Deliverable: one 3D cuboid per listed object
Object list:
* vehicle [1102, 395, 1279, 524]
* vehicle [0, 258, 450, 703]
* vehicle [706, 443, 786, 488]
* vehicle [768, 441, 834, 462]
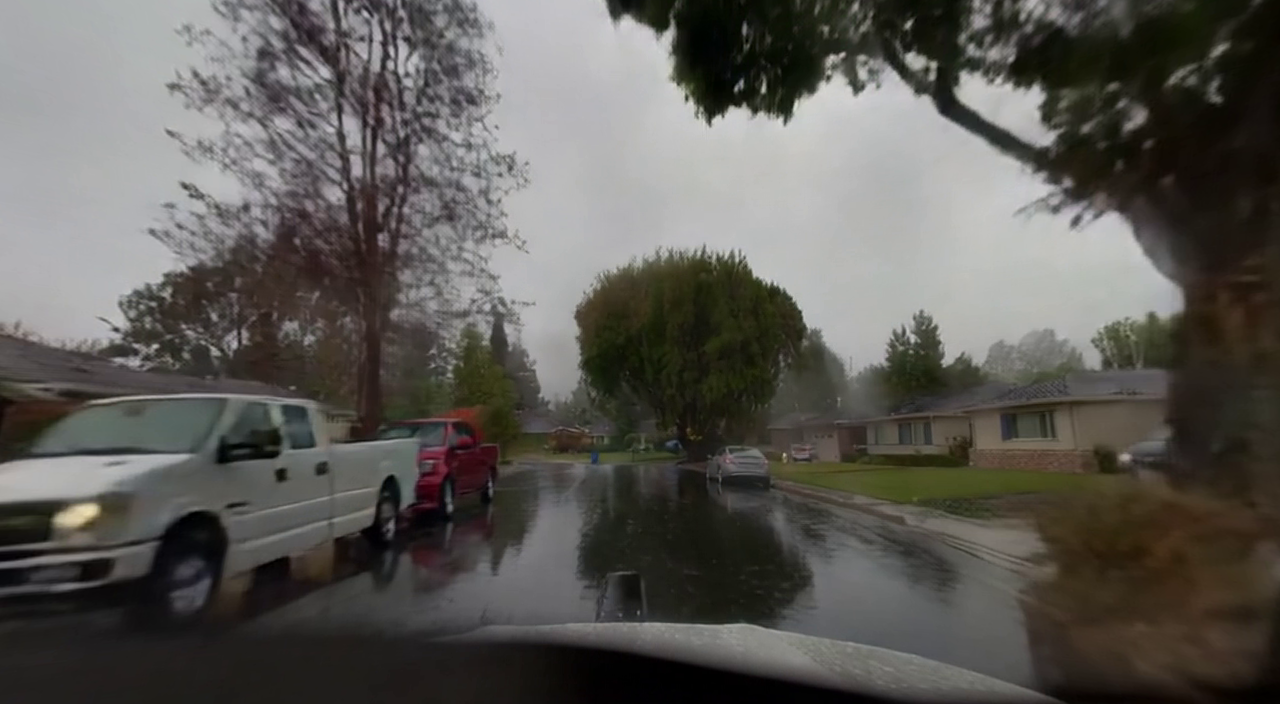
[{"bbox_3d":[10.776,1.982,11.689,3.470,2.123,1.584,3,-9,-15],"label":"vehicle"},{"bbox_3d":[-4.283,1.100,6.151,2.632,2.249,6.179,0,-9,3],"label":"vehicle"},{"bbox_3d":[3.827,4.202,23.654,1.998,1.489,4.722,1,-9,-3],"label":"vehicle"},{"bbox_3d":[11.647,7.216,45.651,4.252,1.429,1.907,3,-9,-20],"label":"vehicle"}]
